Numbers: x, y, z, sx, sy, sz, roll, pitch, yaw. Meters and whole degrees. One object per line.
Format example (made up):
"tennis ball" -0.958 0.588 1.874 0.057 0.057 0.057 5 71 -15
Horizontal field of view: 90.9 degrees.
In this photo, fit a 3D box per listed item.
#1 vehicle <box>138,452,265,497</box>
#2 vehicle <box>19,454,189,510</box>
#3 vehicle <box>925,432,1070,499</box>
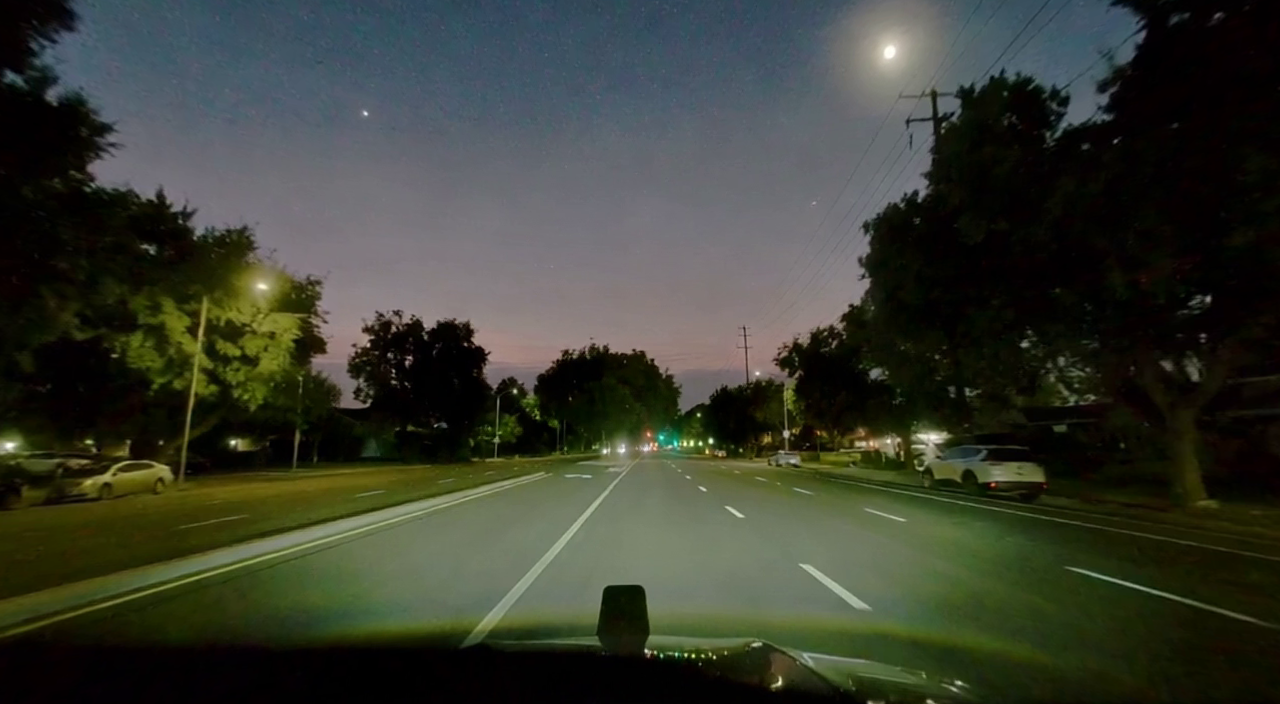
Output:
"vehicle" -18.824 5.236 27.367 2.006 1.615 4.647 2 -8 2
"vehicle" -18.766 4.518 22.431 1.873 1.680 4.641 0 -8 1
"vehicle" 11.853 3.783 21.356 2.568 2.038 4.088 -1 -8 2
